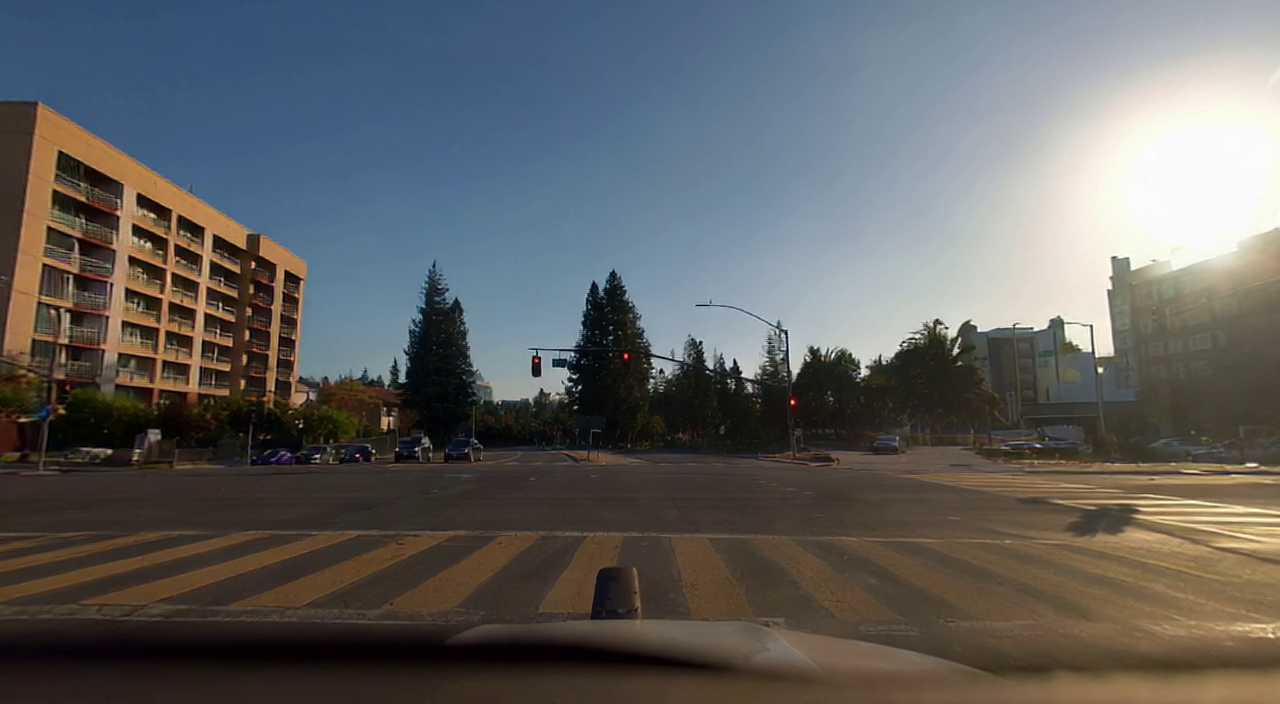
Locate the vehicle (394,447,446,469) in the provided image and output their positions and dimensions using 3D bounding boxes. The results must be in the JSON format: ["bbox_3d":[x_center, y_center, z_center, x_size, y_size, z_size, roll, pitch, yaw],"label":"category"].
[{"bbox_3d":[-15.524,7.446,44.792,2.056,1.450,4.343,0,-8,0],"label":"vehicle"}]

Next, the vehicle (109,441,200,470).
[{"bbox_3d":[-34.926,7.417,45.728,2.204,1.955,5.518,0,-8,0],"label":"vehicle"}]

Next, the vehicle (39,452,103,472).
[{"bbox_3d":[-41.605,8.022,46.272,1.552,1.339,3.340,-2,-9,-1],"label":"vehicle"}]

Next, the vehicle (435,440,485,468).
[{"bbox_3d":[-11.975,6.799,42.315,2.080,1.763,4.341,0,-8,0],"label":"vehicle"}]

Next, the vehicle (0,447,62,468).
[{"bbox_3d":[-45.279,7.758,46.586,1.858,1.467,3.624,0,-8,0],"label":"vehicle"}]
